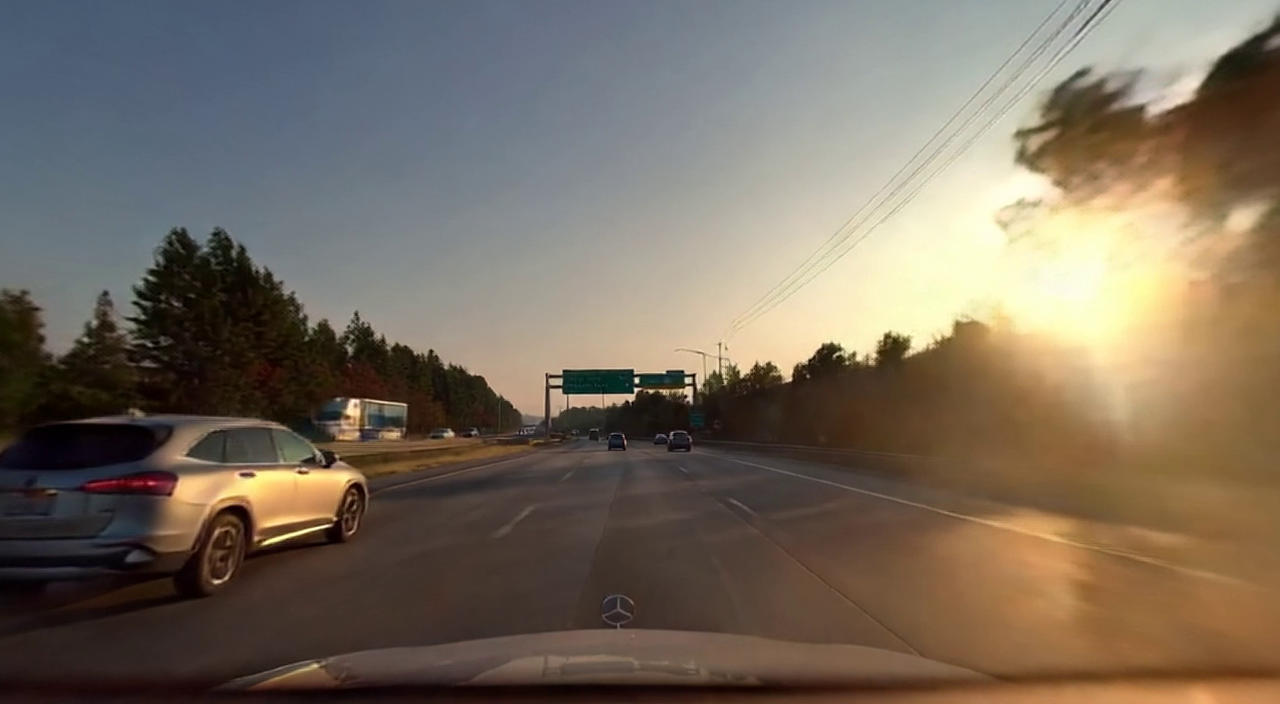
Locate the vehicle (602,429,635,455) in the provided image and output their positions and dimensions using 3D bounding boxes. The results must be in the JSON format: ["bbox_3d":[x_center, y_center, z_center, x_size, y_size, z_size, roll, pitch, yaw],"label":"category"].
[{"bbox_3d":[-1.477,6.101,42.986,2.159,1.690,3.720,0,-7,-3],"label":"vehicle"}]

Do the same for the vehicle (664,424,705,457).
[{"bbox_3d":[2.659,5.375,38.269,1.976,1.905,3.263,1,-7,-5],"label":"vehicle"}]

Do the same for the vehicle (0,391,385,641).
[{"bbox_3d":[-4.344,1.305,6.122,2.100,1.590,4.077,0,-7,-1],"label":"vehicle"}]
